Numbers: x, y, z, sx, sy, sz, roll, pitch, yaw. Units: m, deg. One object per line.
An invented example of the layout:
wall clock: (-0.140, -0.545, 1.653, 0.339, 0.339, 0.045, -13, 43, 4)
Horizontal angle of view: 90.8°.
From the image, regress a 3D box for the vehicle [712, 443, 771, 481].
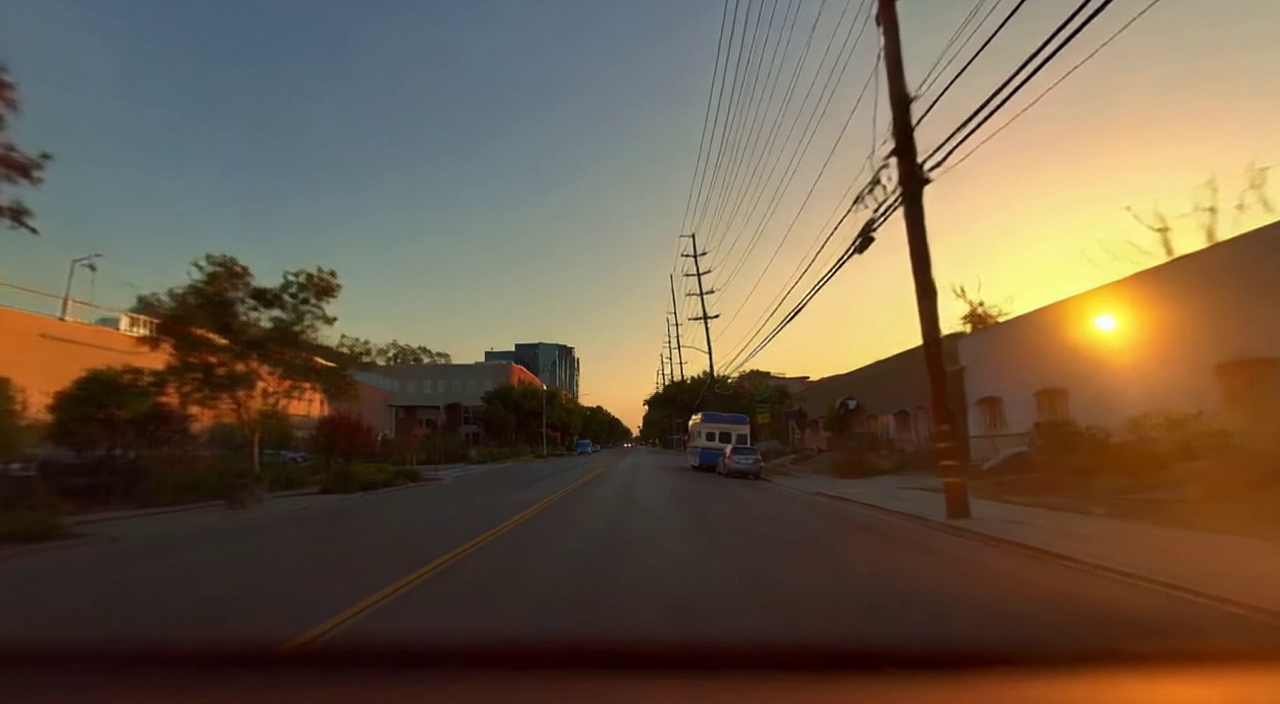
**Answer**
vehicle: (4.437, 4.852, 28.145, 1.852, 1.497, 3.672, -2, -8, -2)

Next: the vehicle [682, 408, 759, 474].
vehicle: (4.271, 5.039, 35.620, 3.110, 3.241, 8.788, 0, -9, 0)
